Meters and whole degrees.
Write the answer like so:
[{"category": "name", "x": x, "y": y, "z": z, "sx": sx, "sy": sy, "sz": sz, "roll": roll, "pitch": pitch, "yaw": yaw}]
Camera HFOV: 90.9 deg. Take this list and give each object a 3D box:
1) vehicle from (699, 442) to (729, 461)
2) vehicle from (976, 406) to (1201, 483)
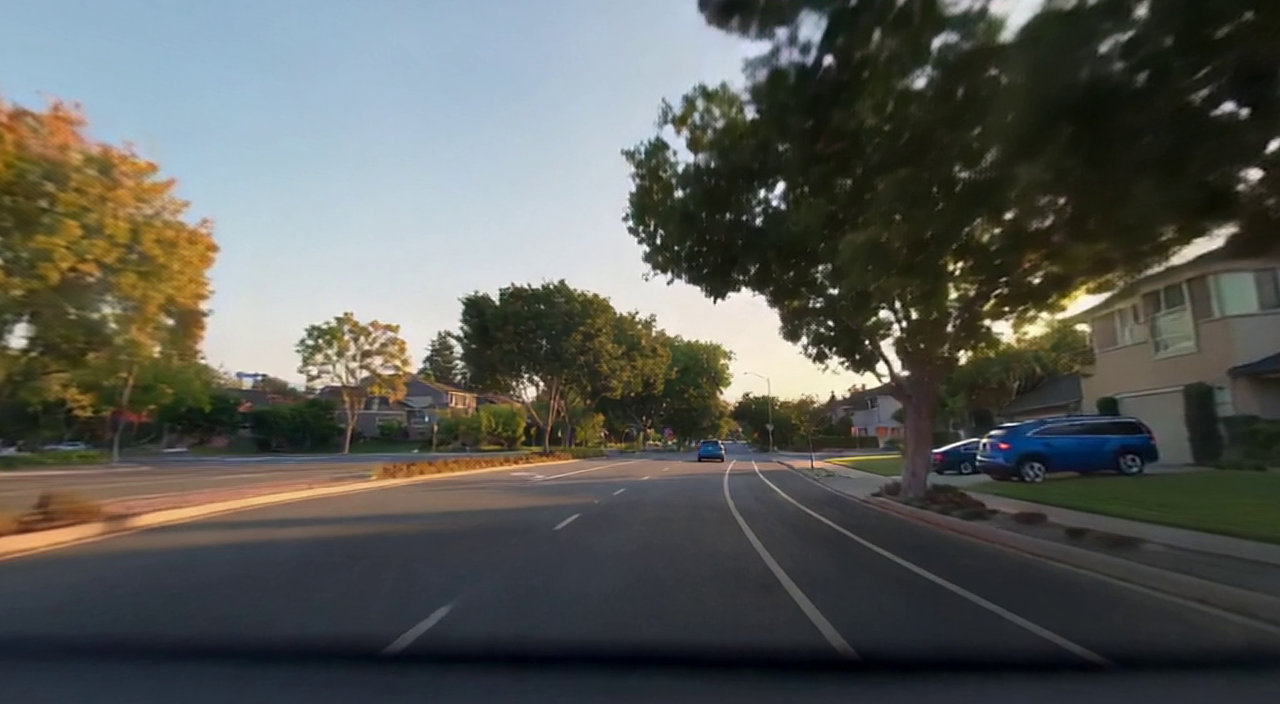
[{"category": "vehicle", "x": 5.820, "y": 7.721, "z": 49.065, "sx": 2.050, "sy": 1.456, "sz": 4.003, "roll": -1, "pitch": -9, "yaw": 10}, {"category": "vehicle", "x": 12.792, "y": 2.677, "z": 18.332, "sx": 4.672, "sy": 2.044, "sz": 2.248, "roll": -1, "pitch": -8, "yaw": 7}]
